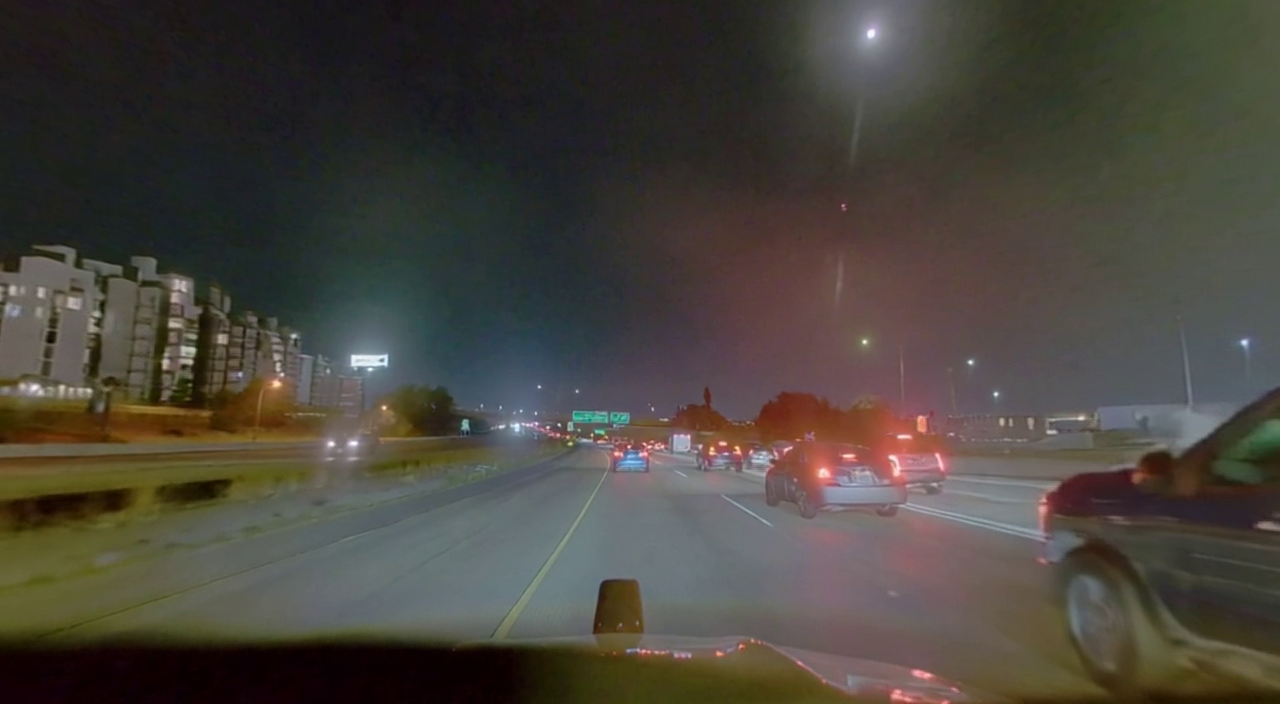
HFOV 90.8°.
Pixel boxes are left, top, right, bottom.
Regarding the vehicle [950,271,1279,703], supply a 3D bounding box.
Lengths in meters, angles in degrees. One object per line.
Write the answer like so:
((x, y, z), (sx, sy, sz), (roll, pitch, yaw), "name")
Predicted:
((4.061, 0.571, 1.748), (2.747, 2.061, 7.011), (0, -9, -1), "vehicle")

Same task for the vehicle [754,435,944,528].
((3.804, 2.441, 12.604), (1.923, 1.462, 4.895), (0, -9, -3), "vehicle")

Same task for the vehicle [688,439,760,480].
((3.292, 4.321, 25.649), (2.057, 1.517, 4.538), (0, -9, -3), "vehicle")

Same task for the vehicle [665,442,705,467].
((2.802, 6.495, 40.309), (1.905, 1.491, 4.468), (0, -9, -4), "vehicle")

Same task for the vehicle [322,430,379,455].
((-20.016, 6.325, 43.891), (1.965, 1.627, 4.533), (0, -9, -2), "vehicle")

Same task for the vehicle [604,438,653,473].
((-0.644, 5.060, 31.068), (2.266, 1.549, 3.978), (0, -9, -3), "vehicle")
